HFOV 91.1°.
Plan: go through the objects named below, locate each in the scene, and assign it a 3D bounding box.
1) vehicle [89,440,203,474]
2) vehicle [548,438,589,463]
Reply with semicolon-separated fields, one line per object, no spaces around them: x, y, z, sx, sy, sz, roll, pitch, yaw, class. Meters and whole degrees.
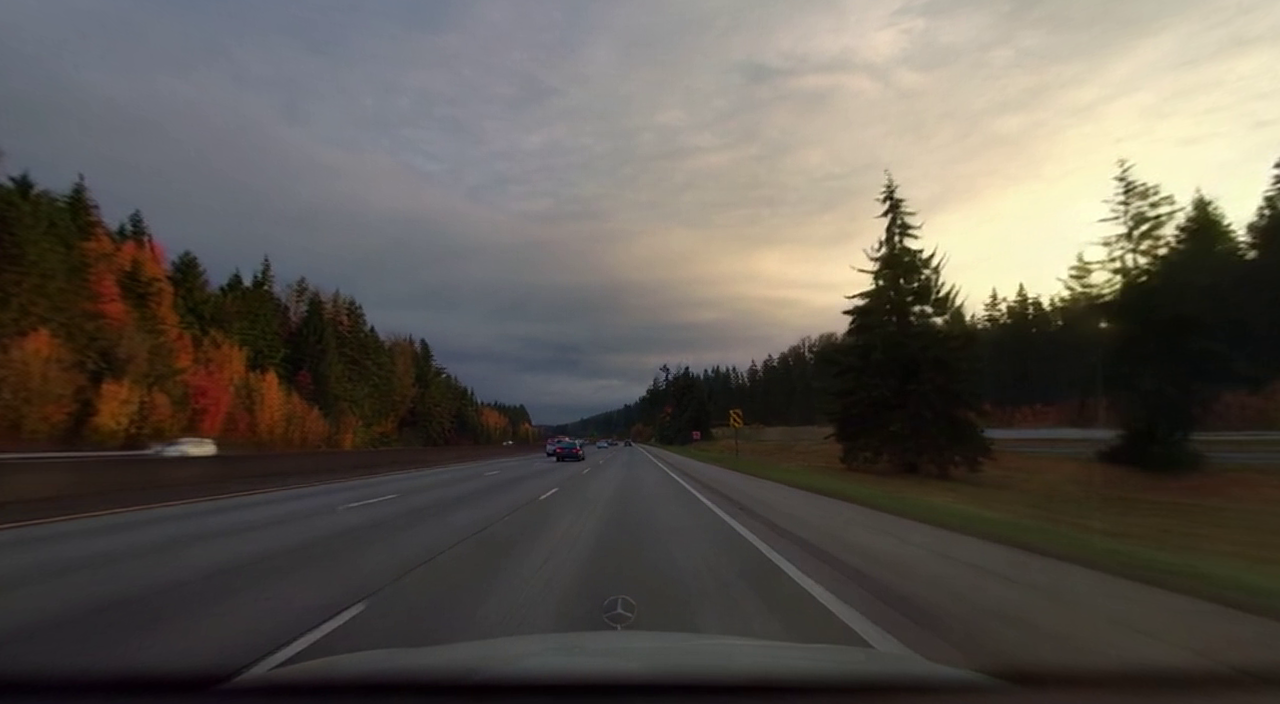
-24.708;5.236;31.709;1.970;1.504;4.664;0;-8;0;vehicle
-4.446;6.195;39.836;2.004;1.497;4.260;0;-8;1;vehicle
